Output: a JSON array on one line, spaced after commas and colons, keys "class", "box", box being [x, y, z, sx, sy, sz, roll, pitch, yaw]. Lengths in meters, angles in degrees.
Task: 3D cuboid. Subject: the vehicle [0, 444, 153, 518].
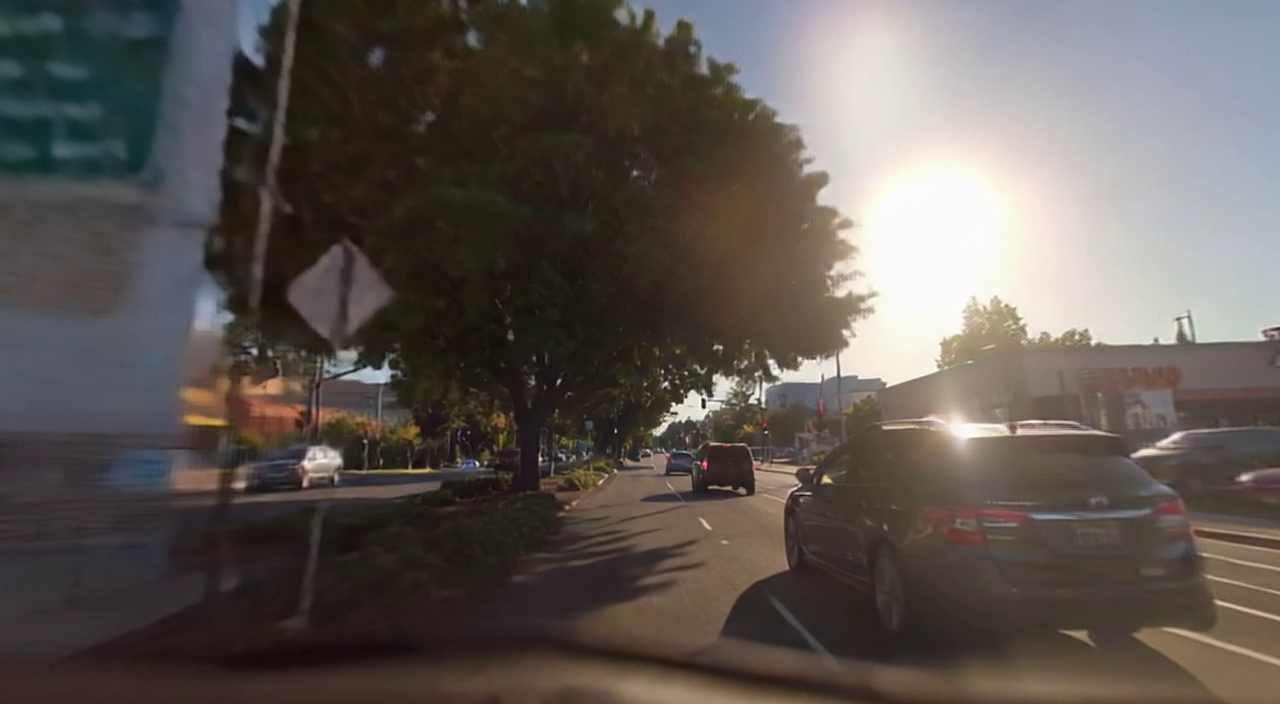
[{"class": "vehicle", "box": [-17.727, 3.732, 18.749, 2.263, 1.887, 5.170, 0, -9, 0]}]

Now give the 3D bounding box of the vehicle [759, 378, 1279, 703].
[{"class": "vehicle", "box": [2.643, 1.370, 5.700, 2.183, 1.720, 4.842, 0, -9, 0]}]

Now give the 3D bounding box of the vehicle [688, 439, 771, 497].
[{"class": "vehicle", "box": [2.759, 3.710, 20.460, 1.999, 1.679, 4.217, 0, -9, -1]}]

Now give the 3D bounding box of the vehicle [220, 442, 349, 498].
[{"class": "vehicle", "box": [-13.498, 4.462, 24.320, 2.097, 1.912, 4.828, 0, -9, 0]}]
